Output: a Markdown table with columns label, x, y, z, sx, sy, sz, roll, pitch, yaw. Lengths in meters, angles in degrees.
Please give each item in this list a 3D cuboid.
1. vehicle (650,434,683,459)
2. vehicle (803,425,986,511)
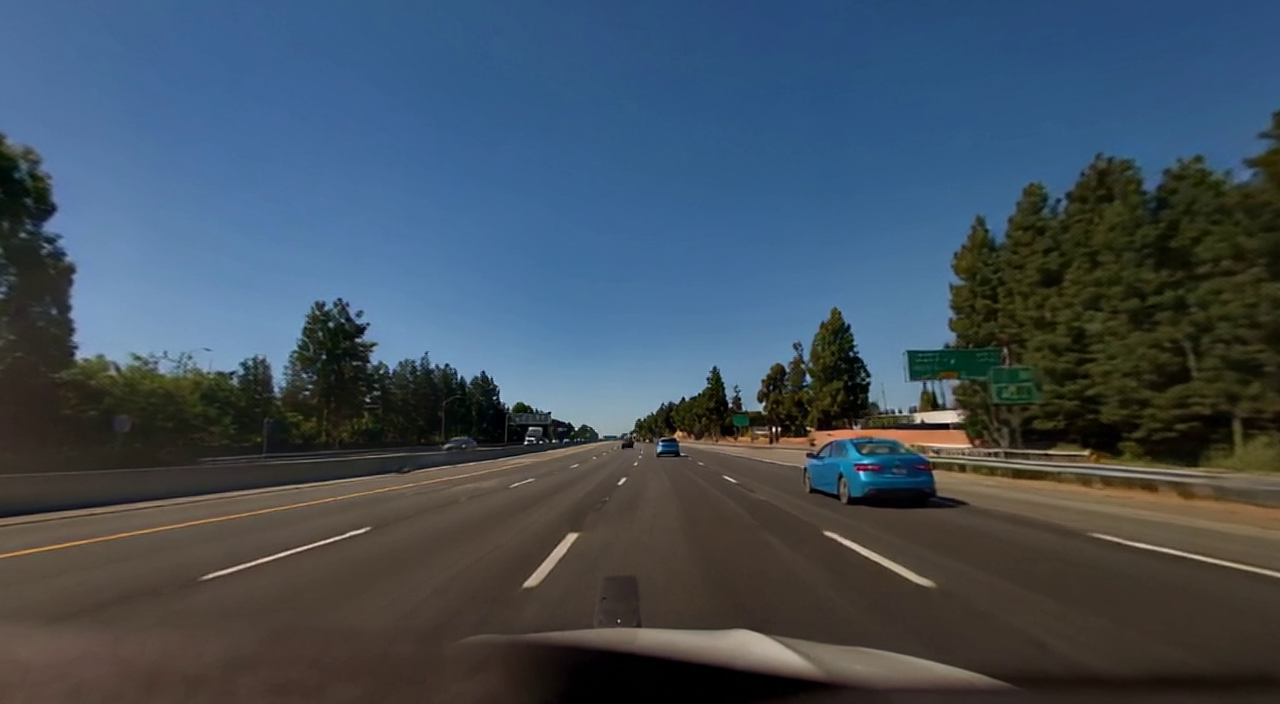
| label | x | y | z | sx | sy | sz | roll | pitch | yaw |
| --- | --- | --- | --- | --- | --- | --- | --- | --- | --- |
| vehicle | 1.774 | 6.568 | 43.896 | 2.127 | 1.692 | 4.382 | 0 | -9 | 0 |
| vehicle | 5.137 | 2.426 | 13.633 | 2.029 | 1.528 | 4.644 | 0 | -9 | 0 |
